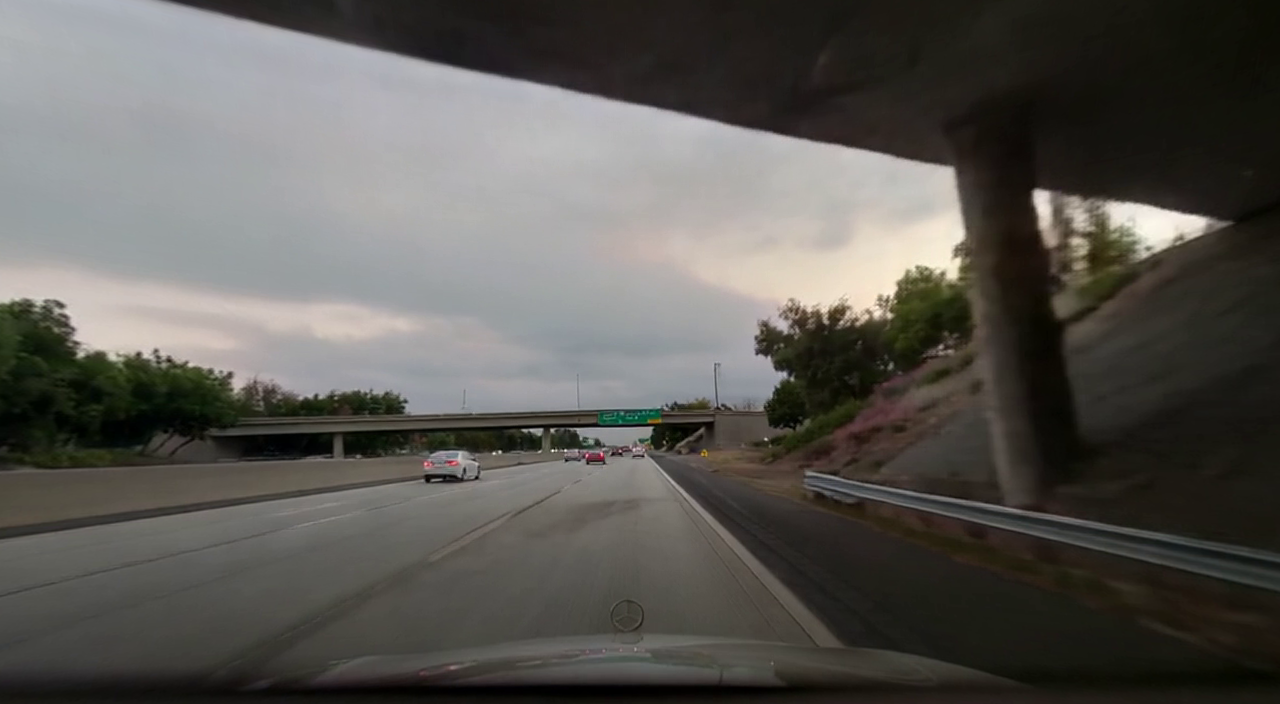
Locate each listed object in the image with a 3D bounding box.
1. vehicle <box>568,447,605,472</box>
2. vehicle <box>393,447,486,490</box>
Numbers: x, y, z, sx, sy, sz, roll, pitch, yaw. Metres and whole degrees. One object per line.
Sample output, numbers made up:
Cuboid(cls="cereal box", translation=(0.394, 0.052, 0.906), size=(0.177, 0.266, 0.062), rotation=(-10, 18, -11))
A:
Cuboid(cls="vehicle", translation=(-3.608, 7.364, 43.295), size=(2.102, 1.571, 4.666), rotation=(0, -9, 1))
Cuboid(cls="vehicle", translation=(-7.592, 4.441, 24.406), size=(2.002, 1.507, 4.631), rotation=(0, -9, 1))
